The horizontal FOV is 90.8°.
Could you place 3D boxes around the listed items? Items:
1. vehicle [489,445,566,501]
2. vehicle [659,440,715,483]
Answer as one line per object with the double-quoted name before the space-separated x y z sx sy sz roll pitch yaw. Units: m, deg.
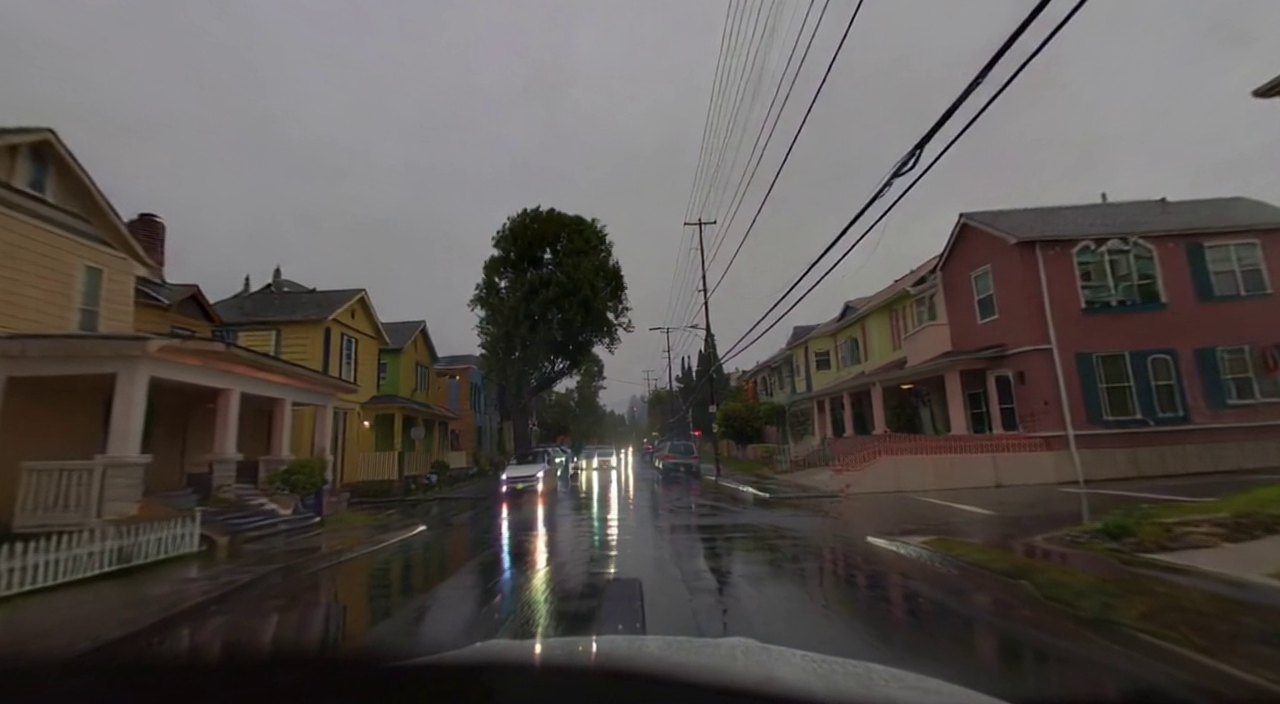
"vehicle" -4.070 4.406 23.573 2.082 1.759 4.541 -2 -8 -1
"vehicle" 2.181 5.283 30.847 2.129 1.873 4.471 -1 -8 -3
